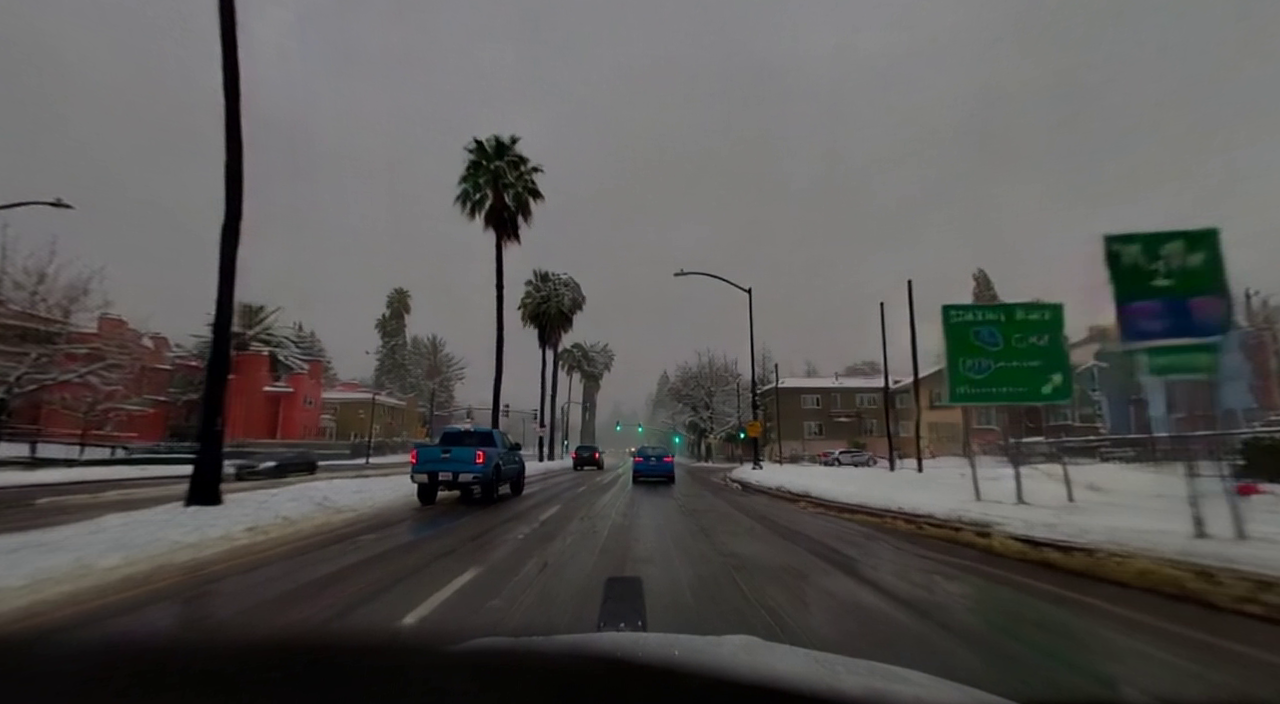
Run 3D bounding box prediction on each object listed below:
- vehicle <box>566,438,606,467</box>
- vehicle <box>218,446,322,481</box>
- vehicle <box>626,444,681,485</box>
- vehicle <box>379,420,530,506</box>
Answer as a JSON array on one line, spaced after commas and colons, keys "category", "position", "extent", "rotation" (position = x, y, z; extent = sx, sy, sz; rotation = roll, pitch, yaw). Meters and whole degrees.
[{"category": "vehicle", "position": [-4.102, 7.768, 48.778], "extent": [2.447, 2.062, 5.911], "rotation": [0, -9, 1]}, {"category": "vehicle", "position": [-18.144, 5.488, 31.137], "extent": [2.056, 1.573, 4.733], "rotation": [0, -9, 3]}, {"category": "vehicle", "position": [0.597, 4.671, 26.386], "extent": [2.122, 1.562, 4.152], "rotation": [0, -9, 2]}, {"category": "vehicle", "position": [-4.696, 2.963, 17.195], "extent": [2.187, 1.904, 6.103], "rotation": [0, -9, 1]}]
